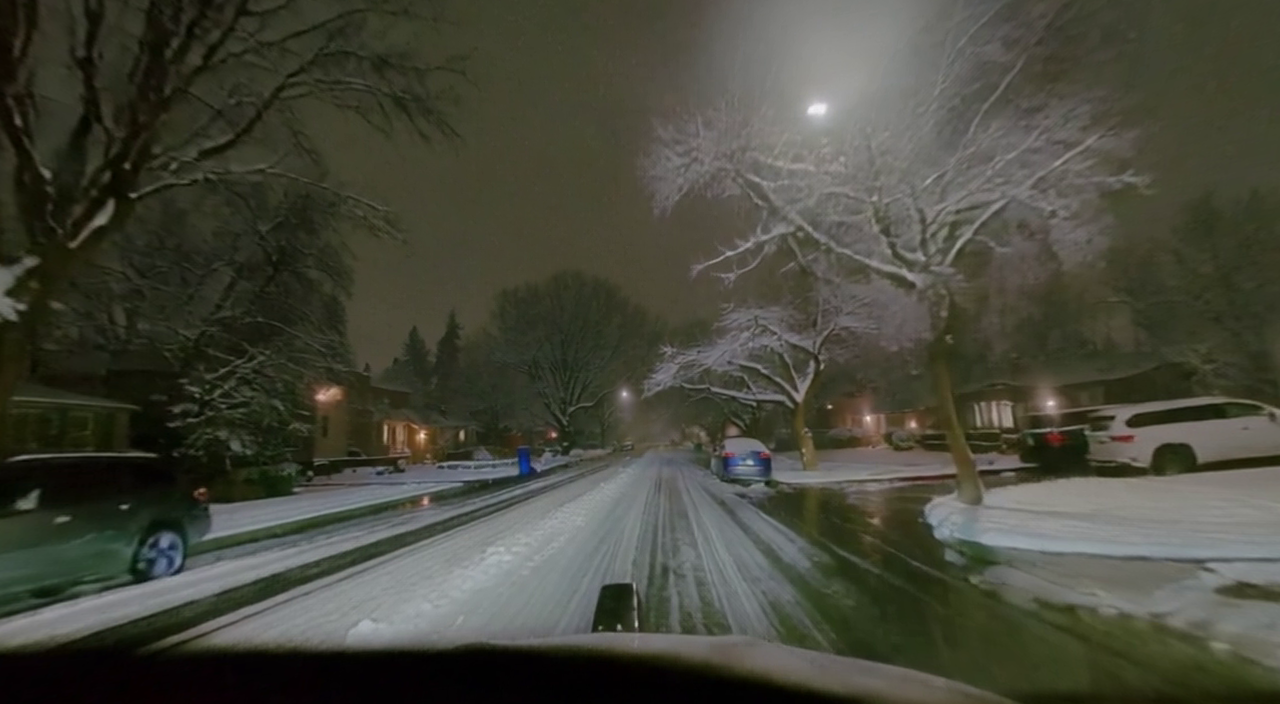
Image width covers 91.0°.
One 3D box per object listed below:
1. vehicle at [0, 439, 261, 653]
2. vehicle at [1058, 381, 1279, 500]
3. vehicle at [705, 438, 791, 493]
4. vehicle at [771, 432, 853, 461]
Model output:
[{"bbox_3d":[-5.850,1.598,5.579,1.995,1.608,4.596,0,-8,2],"label":"vehicle"},{"bbox_3d":[11.364,1.566,11.974,5.097,1.824,2.113,-6,-9,2],"label":"vehicle"},{"bbox_3d":[3.225,3.485,19.700,2.006,1.494,4.211,0,-8,1],"label":"vehicle"},{"bbox_3d":[11.218,6.200,41.295,4.710,1.512,1.894,-4,-9,2],"label":"vehicle"}]
